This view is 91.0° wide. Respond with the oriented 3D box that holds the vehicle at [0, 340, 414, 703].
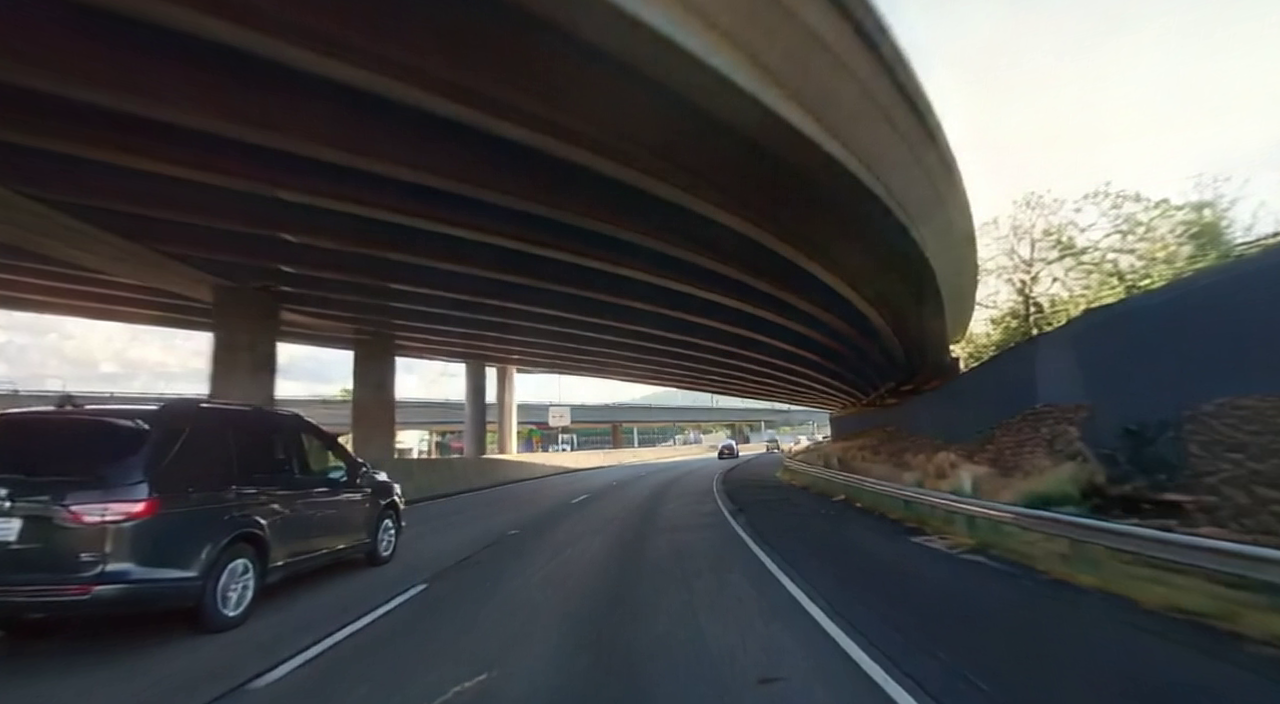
[{"bbox_3d":[-3.435,1.028,3.961,2.106,1.640,4.853,0,-9,2],"label":"vehicle"}]
